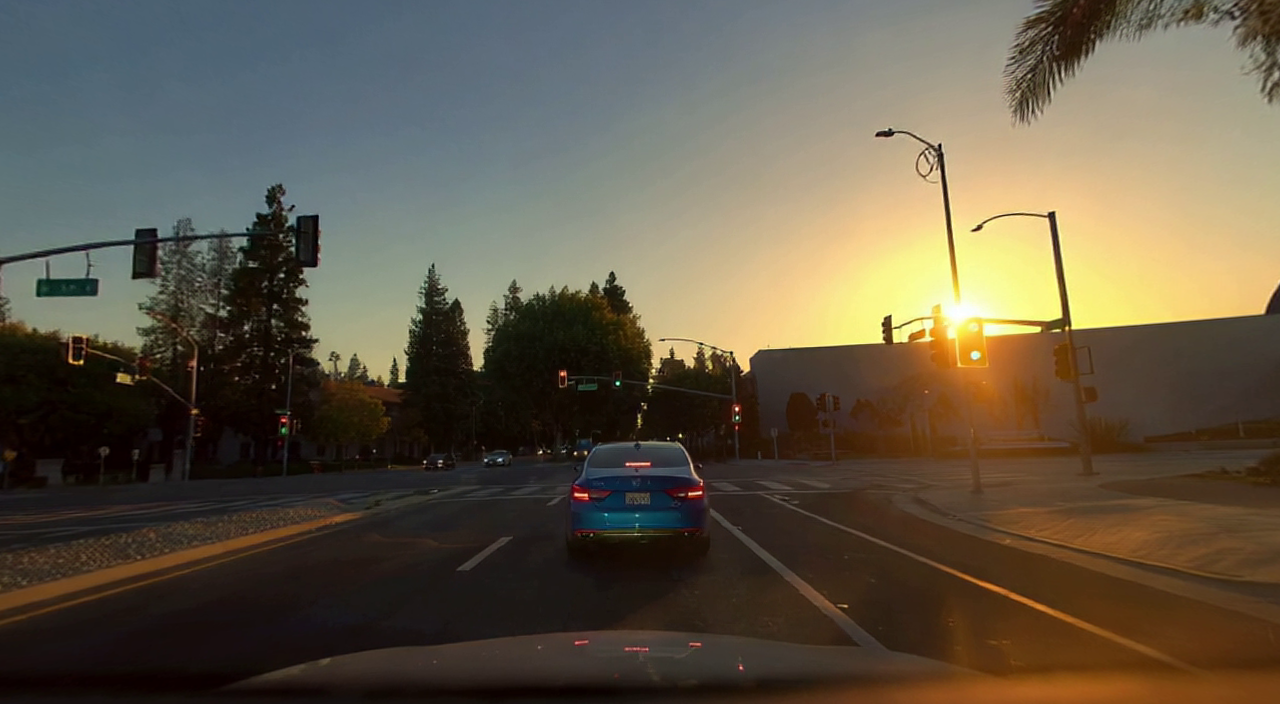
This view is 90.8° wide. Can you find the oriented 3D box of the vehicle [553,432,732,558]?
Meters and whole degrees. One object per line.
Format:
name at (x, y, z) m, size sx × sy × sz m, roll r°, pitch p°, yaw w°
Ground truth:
vehicle at (0.003, 1.997, 9.521) m, size 2.107 × 1.470 × 3.974 m, roll 0°, pitch -9°, yaw -1°
